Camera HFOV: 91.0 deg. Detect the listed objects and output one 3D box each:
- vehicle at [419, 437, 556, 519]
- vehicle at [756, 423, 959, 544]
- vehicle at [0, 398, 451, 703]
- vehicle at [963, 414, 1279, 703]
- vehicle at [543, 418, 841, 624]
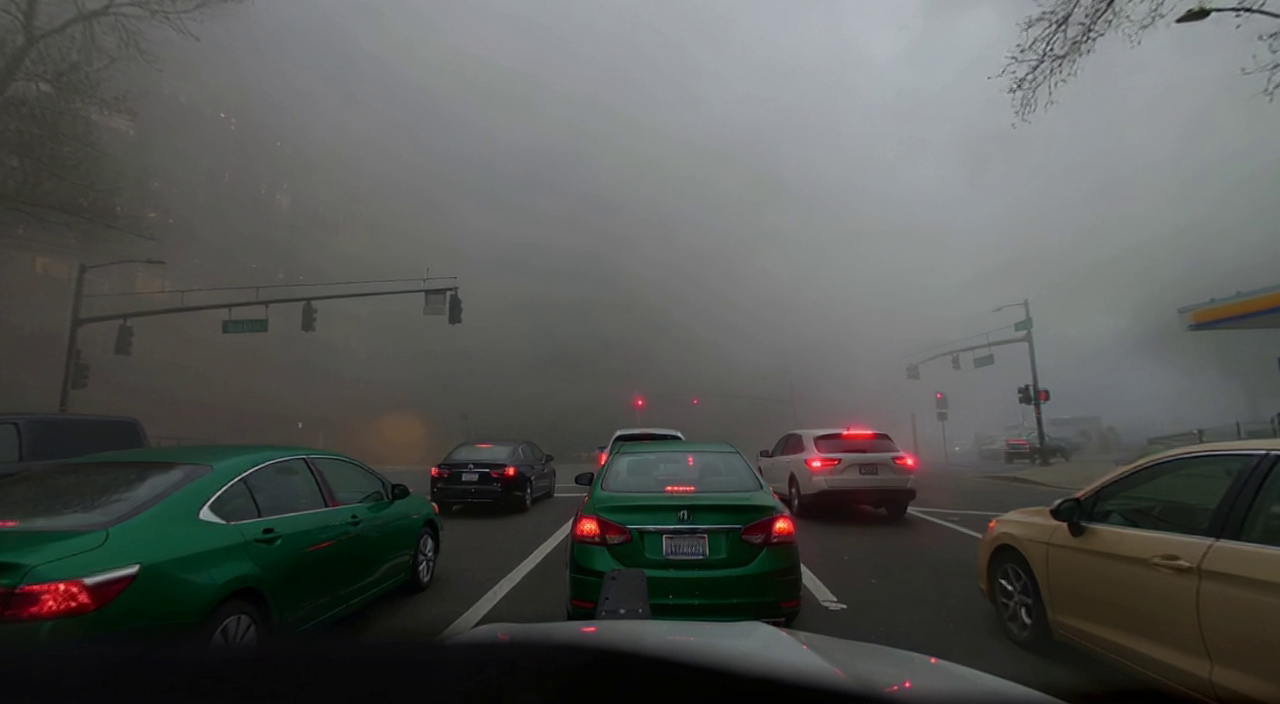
[{"bbox_3d":[-3.076,2.638,13.687,1.867,1.474,4.237,0,-9,1],"label":"vehicle"},{"bbox_3d":[3.383,2.125,10.780,1.947,1.630,4.127,0,-9,0],"label":"vehicle"},{"bbox_3d":[-3.012,1.250,4.601,1.887,1.493,4.255,0,-9,1],"label":"vehicle"},{"bbox_3d":[4.169,1.136,3.630,1.950,1.497,4.686,0,-9,-3],"label":"vehicle"},{"bbox_3d":[0.334,1.583,6.924,2.220,1.507,4.317,0,-9,-2],"label":"vehicle"}]
